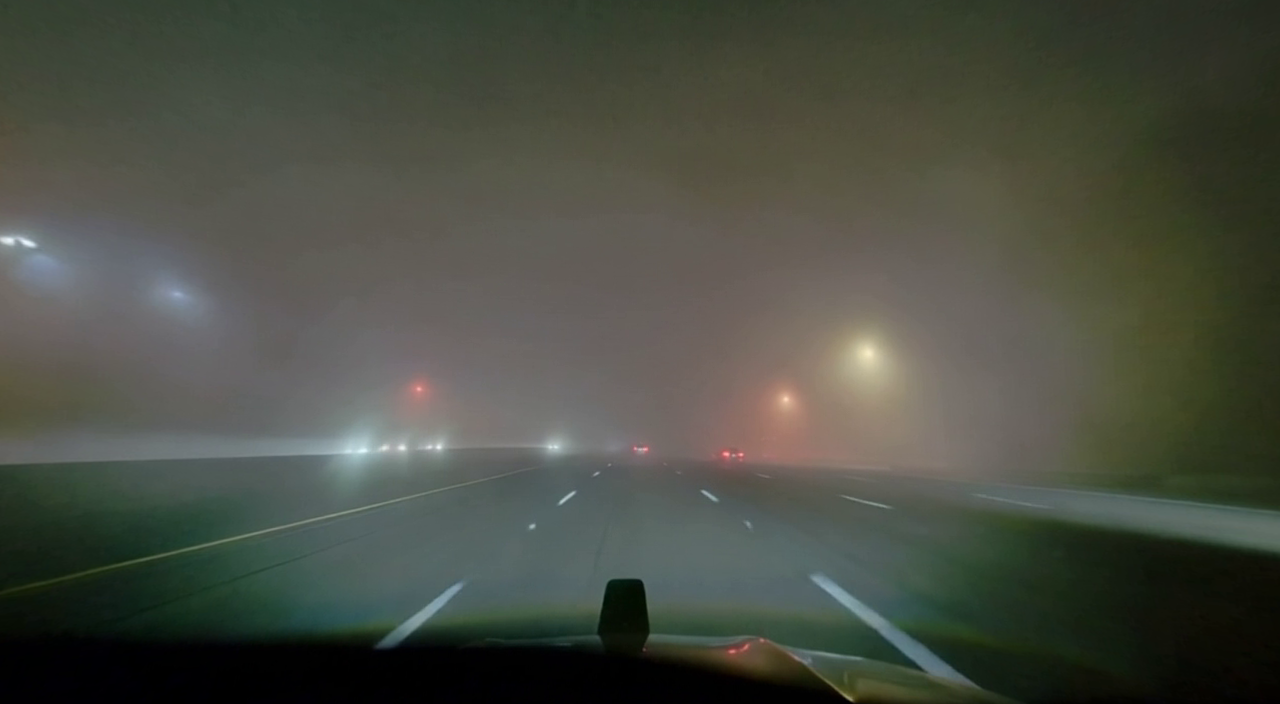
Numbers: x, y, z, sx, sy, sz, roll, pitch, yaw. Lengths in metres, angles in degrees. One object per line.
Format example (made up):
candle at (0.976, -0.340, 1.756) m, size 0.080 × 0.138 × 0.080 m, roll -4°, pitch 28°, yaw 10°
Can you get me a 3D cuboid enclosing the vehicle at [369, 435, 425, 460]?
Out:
vehicle at (-18.396, 7.265, 48.019) m, size 2.174 × 1.723 × 5.143 m, roll 0°, pitch -8°, yaw 0°
